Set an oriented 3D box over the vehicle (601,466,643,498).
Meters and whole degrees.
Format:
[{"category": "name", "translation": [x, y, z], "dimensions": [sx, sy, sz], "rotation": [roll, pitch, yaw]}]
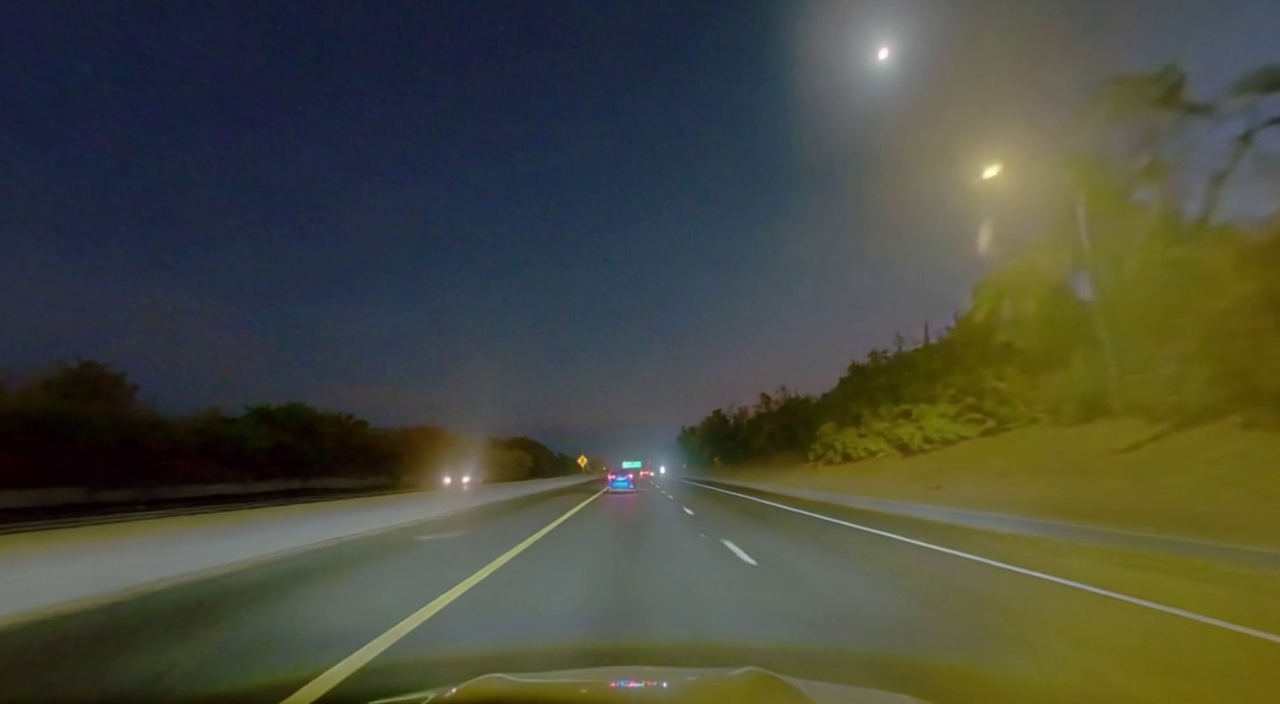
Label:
[{"category": "vehicle", "translation": [-0.888, 6.814, 33.293], "dimensions": [2.016, 1.530, 4.009], "rotation": [1, -11, 1]}]
